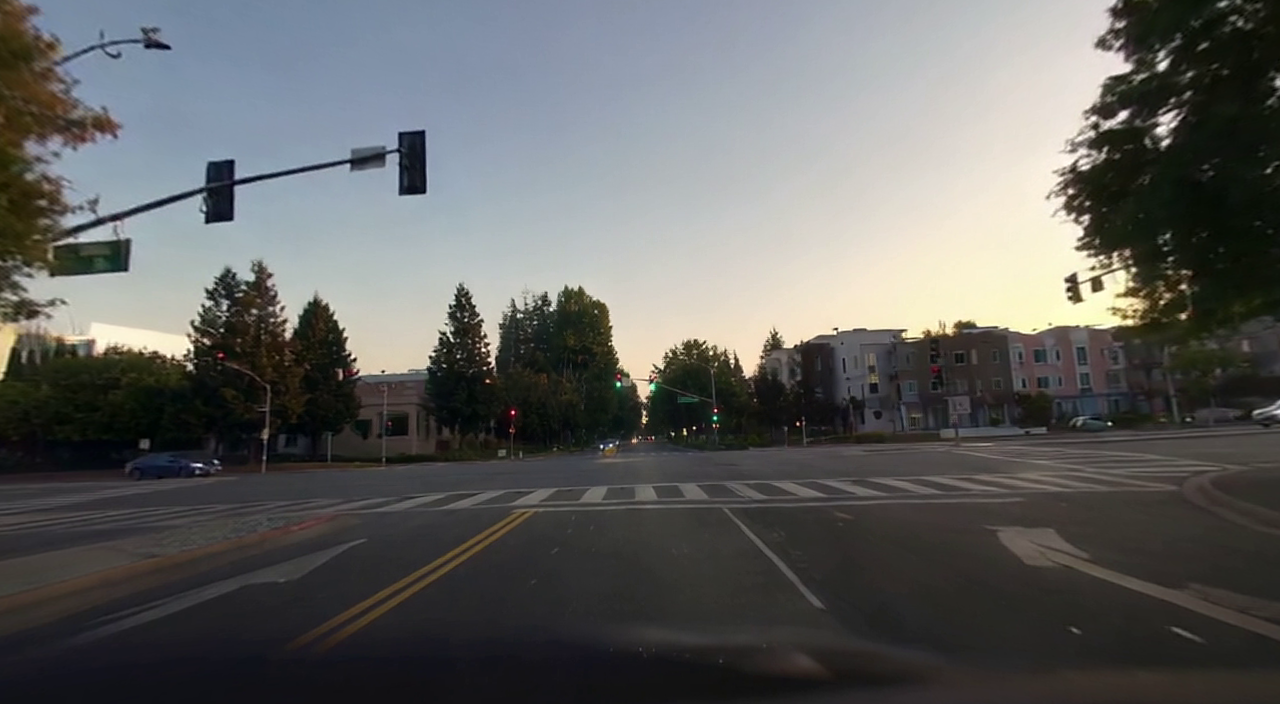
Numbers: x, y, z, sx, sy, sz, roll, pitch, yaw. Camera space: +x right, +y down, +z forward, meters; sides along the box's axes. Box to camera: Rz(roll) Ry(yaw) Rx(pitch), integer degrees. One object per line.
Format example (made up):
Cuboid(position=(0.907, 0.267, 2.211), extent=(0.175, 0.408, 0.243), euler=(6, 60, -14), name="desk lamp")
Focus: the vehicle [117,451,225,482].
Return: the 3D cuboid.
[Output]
Cuboid(position=(-25.141, 6.110, 33.867), extent=(4.332, 1.573, 1.900), euler=(-1, -8, 3), name="vehicle")
